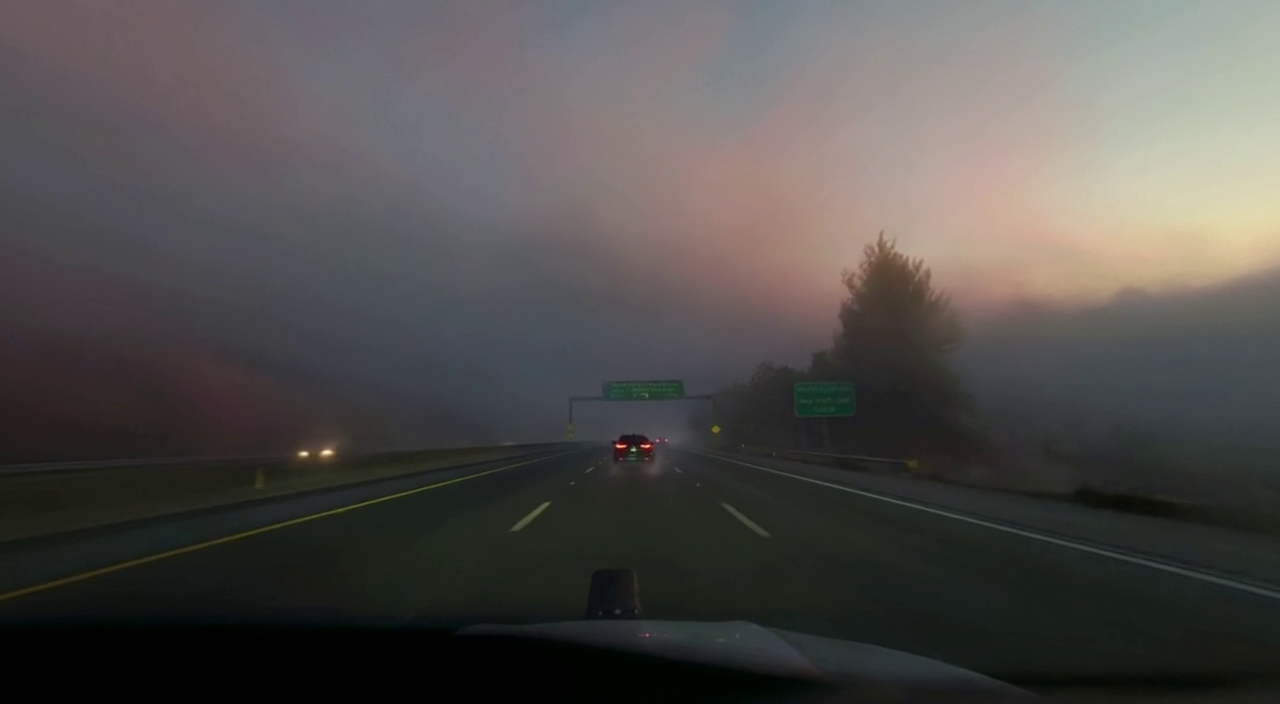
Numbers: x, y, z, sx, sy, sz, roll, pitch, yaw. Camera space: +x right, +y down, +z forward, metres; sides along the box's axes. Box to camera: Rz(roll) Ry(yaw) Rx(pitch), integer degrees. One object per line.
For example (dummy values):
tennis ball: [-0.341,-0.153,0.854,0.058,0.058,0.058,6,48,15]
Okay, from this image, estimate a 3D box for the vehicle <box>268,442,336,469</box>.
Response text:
vehicle: [-19.449,5.925,36.439,1.781,1.430,3.836,0,-8,0]

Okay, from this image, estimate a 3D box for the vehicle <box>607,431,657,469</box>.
vehicle: [-0.366,4.367,28.306,2.094,1.600,3.666,0,-8,-1]
